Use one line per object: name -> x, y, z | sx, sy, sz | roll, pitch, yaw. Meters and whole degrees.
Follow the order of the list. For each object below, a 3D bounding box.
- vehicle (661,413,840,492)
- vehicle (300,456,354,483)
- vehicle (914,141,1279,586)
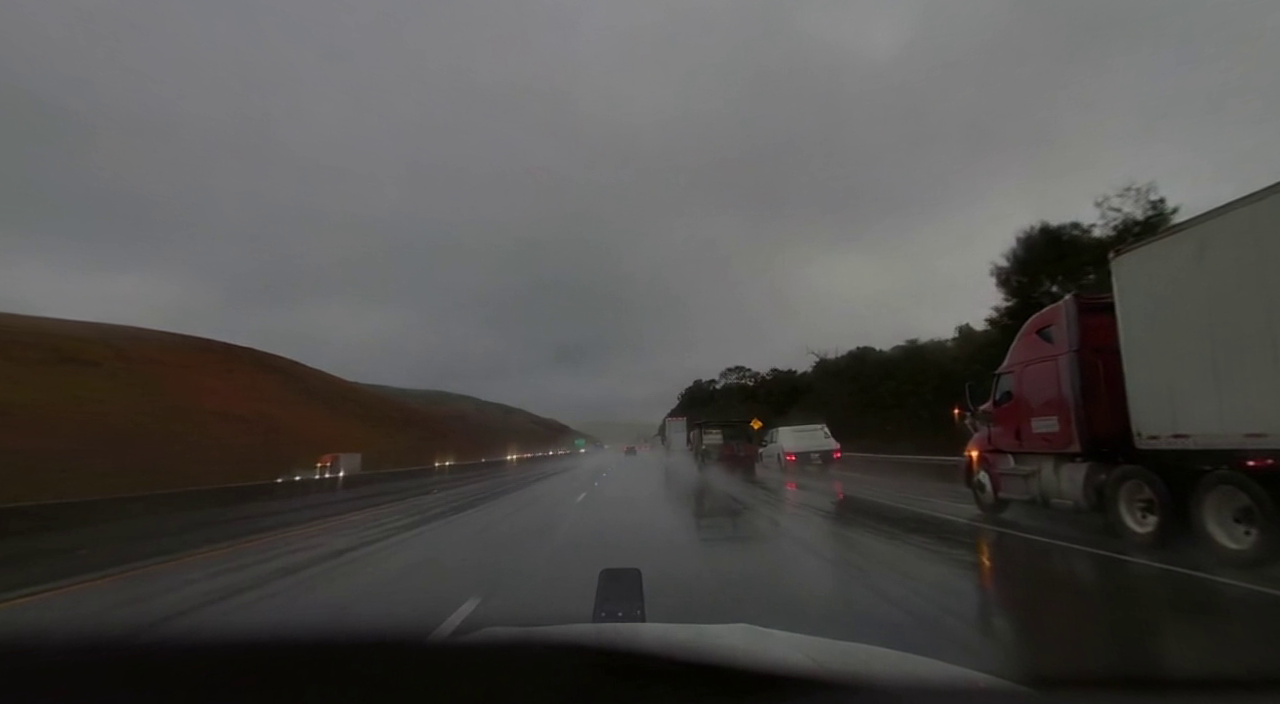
vehicle -> 3.303, 3.132, 19.885 | 5.075, 2.277, 2.365 | 0, -9, -3
vehicle -> -23.104, 8.665, 46.838 | 1.897, 1.819, 4.093 | 0, -9, 0
vehicle -> 7.570, 0.045, 5.609 | 2.935, 4.187, 16.357 | 0, -9, 0
